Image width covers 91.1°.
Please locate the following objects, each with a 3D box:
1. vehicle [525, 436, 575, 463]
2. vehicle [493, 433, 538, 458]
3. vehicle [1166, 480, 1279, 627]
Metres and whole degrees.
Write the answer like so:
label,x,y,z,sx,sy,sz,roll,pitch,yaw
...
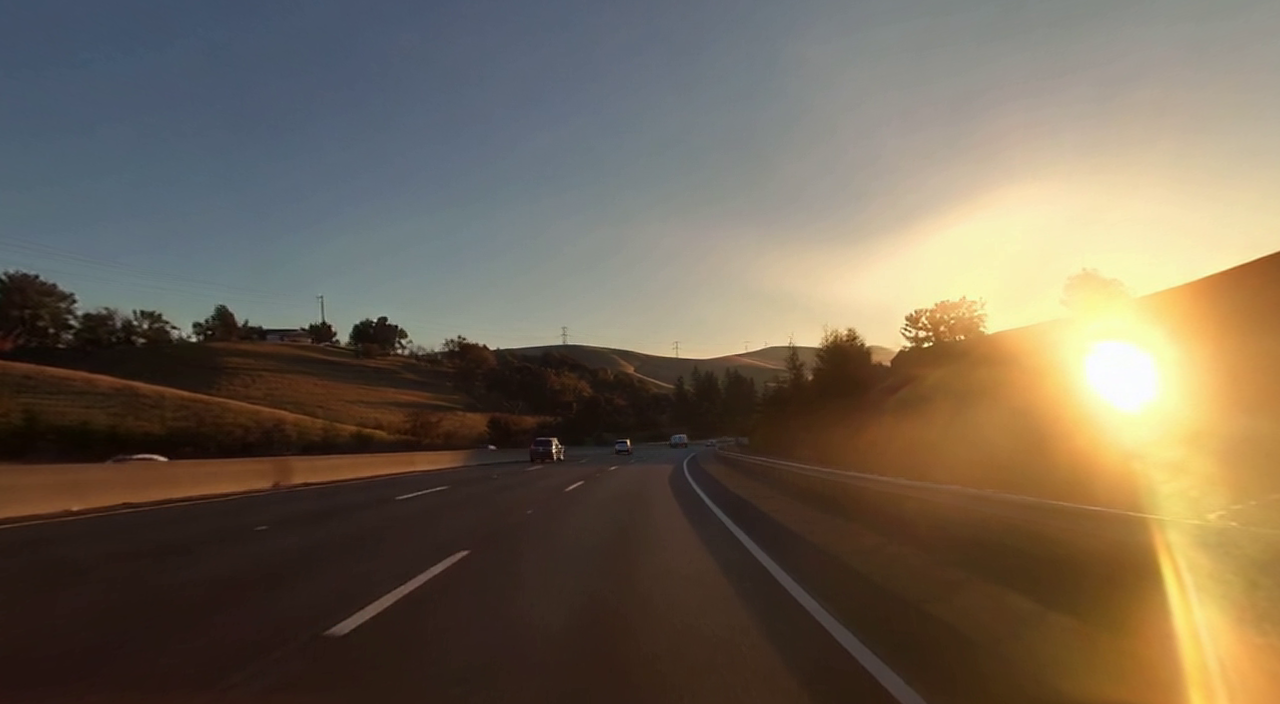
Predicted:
label,x,y,z,sx,sy,sz,roll,pitch,yaw
vehicle,-5.361,5.883,37.896,2.010,1.489,4.456,0,-9,5
vehicle,-9.097,6.924,46.300,2.063,1.743,4.392,0,-9,5
vehicle,10.308,2.787,8.009,2.325,1.972,5.577,1,-9,0
